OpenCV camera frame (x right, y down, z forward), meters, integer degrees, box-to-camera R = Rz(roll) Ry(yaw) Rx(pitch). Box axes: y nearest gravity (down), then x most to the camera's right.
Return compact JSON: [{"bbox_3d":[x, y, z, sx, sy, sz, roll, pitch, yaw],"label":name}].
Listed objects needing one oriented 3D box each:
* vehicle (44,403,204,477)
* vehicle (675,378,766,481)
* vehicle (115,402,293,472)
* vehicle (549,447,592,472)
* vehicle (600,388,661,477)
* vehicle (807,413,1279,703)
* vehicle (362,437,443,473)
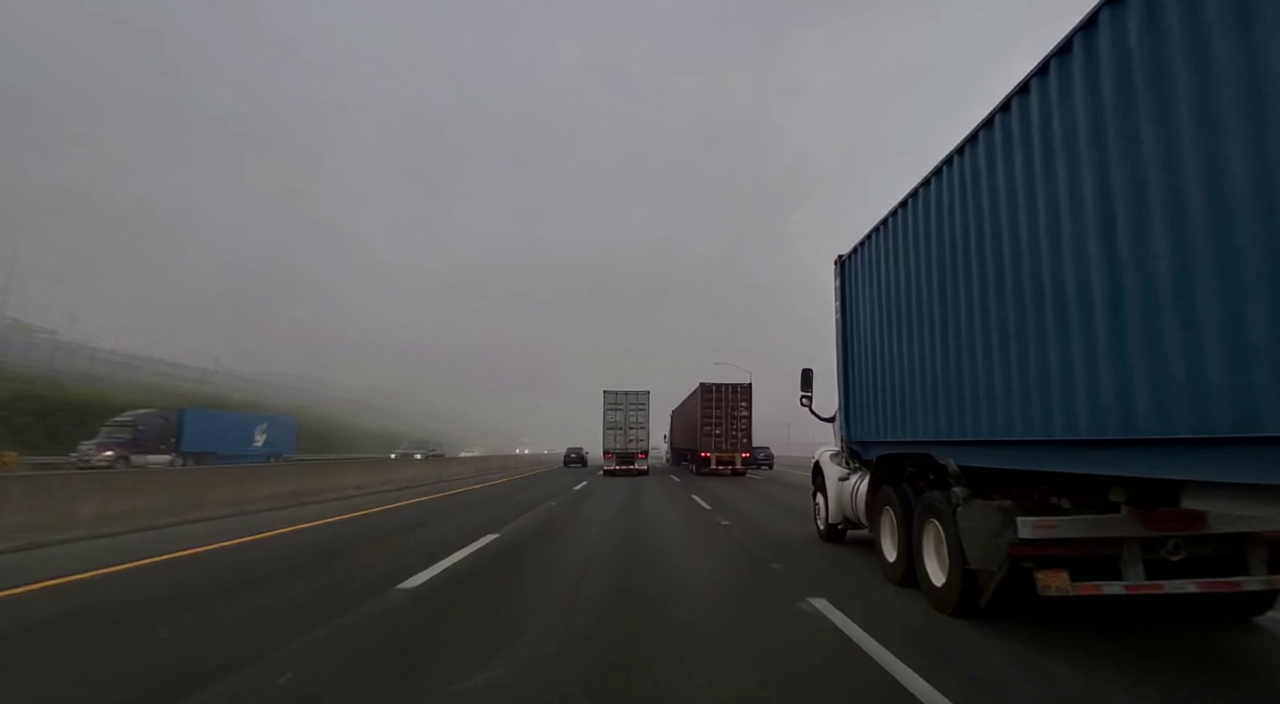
[{"bbox_3d":[-28.517,4.968,35.548,2.989,3.688,6.884,-1,-9,0],"label":"vehicle"},{"bbox_3d":[3.550,4.042,31.671,2.803,4.072,12.744,0,-9,0],"label":"vehicle"},{"bbox_3d":[-28.704,5.883,43.057,2.832,4.023,13.121,0,-9,0],"label":"vehicle"},{"bbox_3d":[-4.279,6.697,39.736,2.138,1.478,4.641,0,-9,0],"label":"vehicle"},{"bbox_3d":[-0.512,4.632,35.533,2.841,4.071,12.046,0,-9,-1],"label":"vehicle"},{"bbox_3d":[3.031,1.367,5.316,2.073,1.474,4.320,0,-9,0],"label":"vehicle"},{"bbox_3d":[-12.794,5.595,34.633,2.179,1.779,5.632,-1,-9,1],"label":"vehicle"}]
